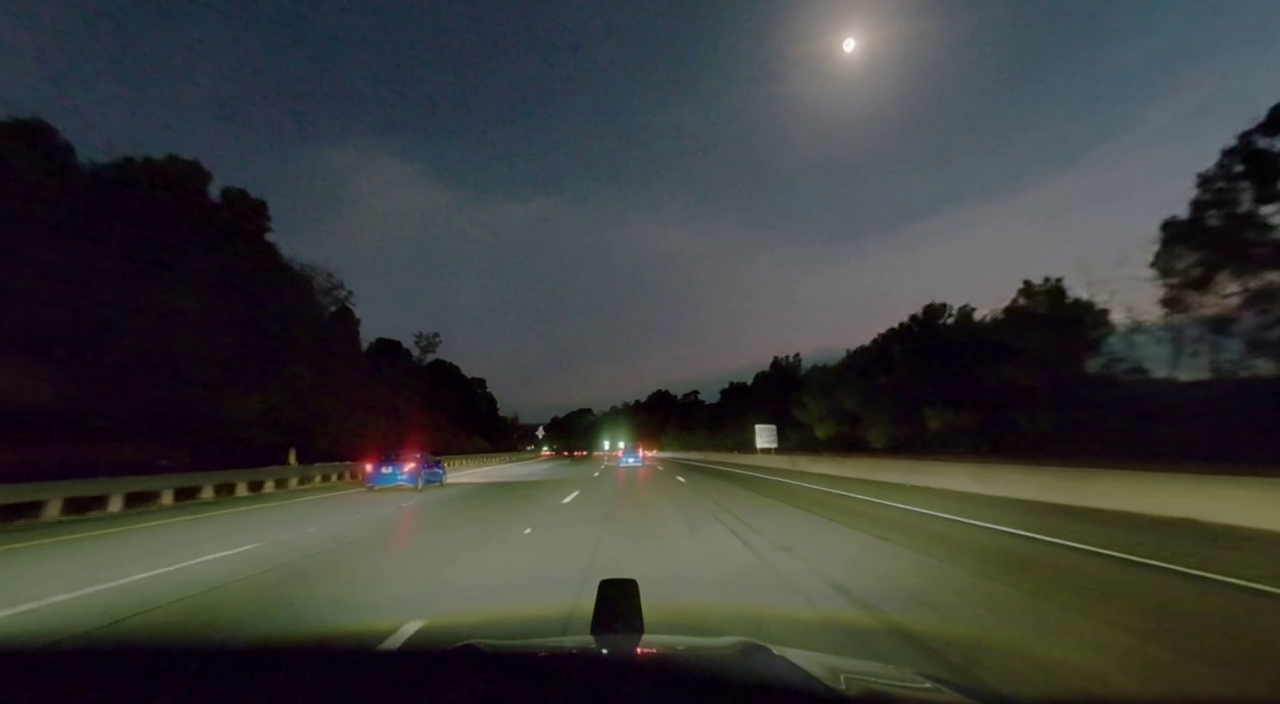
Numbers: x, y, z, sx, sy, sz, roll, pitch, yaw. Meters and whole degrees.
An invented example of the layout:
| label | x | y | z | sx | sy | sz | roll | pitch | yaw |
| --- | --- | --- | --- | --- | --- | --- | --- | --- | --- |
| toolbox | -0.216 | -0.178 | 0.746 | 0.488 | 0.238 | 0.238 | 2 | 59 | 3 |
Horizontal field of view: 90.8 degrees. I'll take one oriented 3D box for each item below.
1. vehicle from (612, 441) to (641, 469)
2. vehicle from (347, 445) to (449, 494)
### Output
| label | x | y | z | sx | sy | sz | roll | pitch | yaw |
| --- | --- | --- | --- | --- | --- | --- | --- | --- | --- |
| vehicle | -1.010 | 7.393 | 45.380 | 1.990 | 1.878 | 4.079 | 0 | -9 | -3 |
| vehicle | -7.898 | 3.849 | 21.069 | 1.915 | 1.479 | 3.843 | 0 | -9 | -1 |
